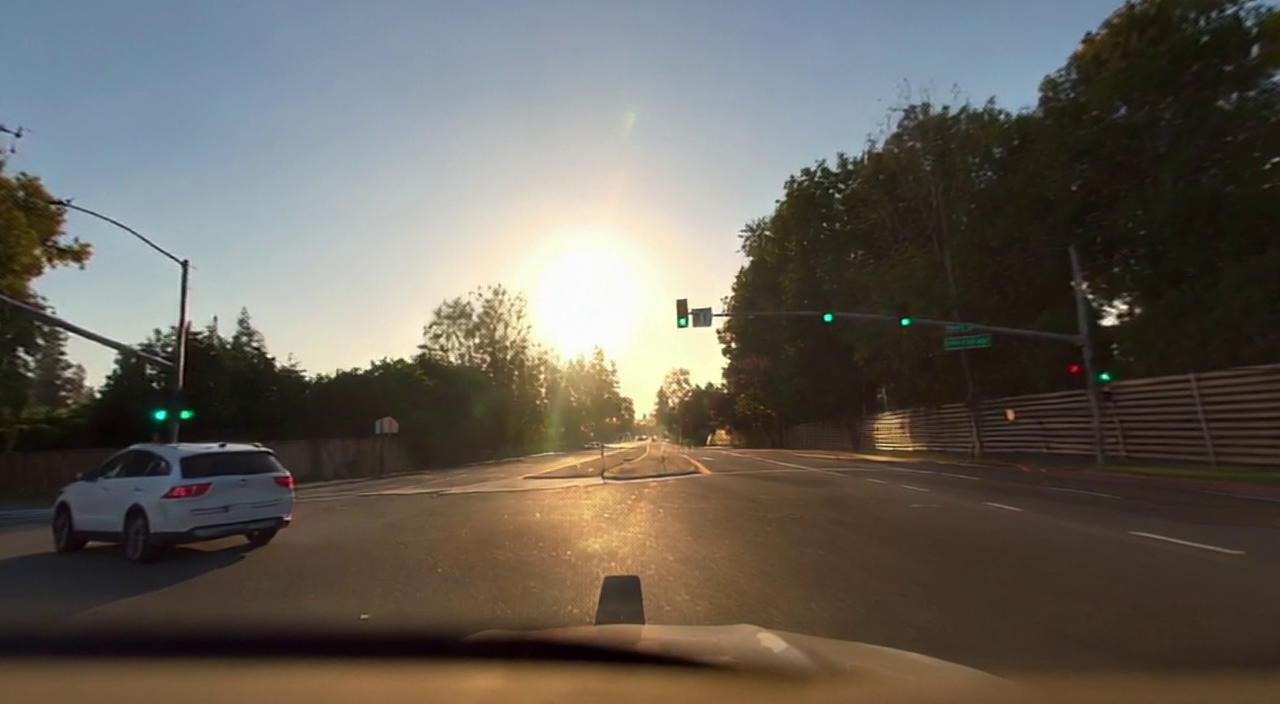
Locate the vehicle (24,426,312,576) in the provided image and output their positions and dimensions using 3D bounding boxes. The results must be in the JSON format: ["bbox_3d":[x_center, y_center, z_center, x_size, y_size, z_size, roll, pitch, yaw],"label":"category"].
[{"bbox_3d":[-7.581,2.183,10.065,4.580,1.827,2.230,-7,-10,35],"label":"vehicle"}]
